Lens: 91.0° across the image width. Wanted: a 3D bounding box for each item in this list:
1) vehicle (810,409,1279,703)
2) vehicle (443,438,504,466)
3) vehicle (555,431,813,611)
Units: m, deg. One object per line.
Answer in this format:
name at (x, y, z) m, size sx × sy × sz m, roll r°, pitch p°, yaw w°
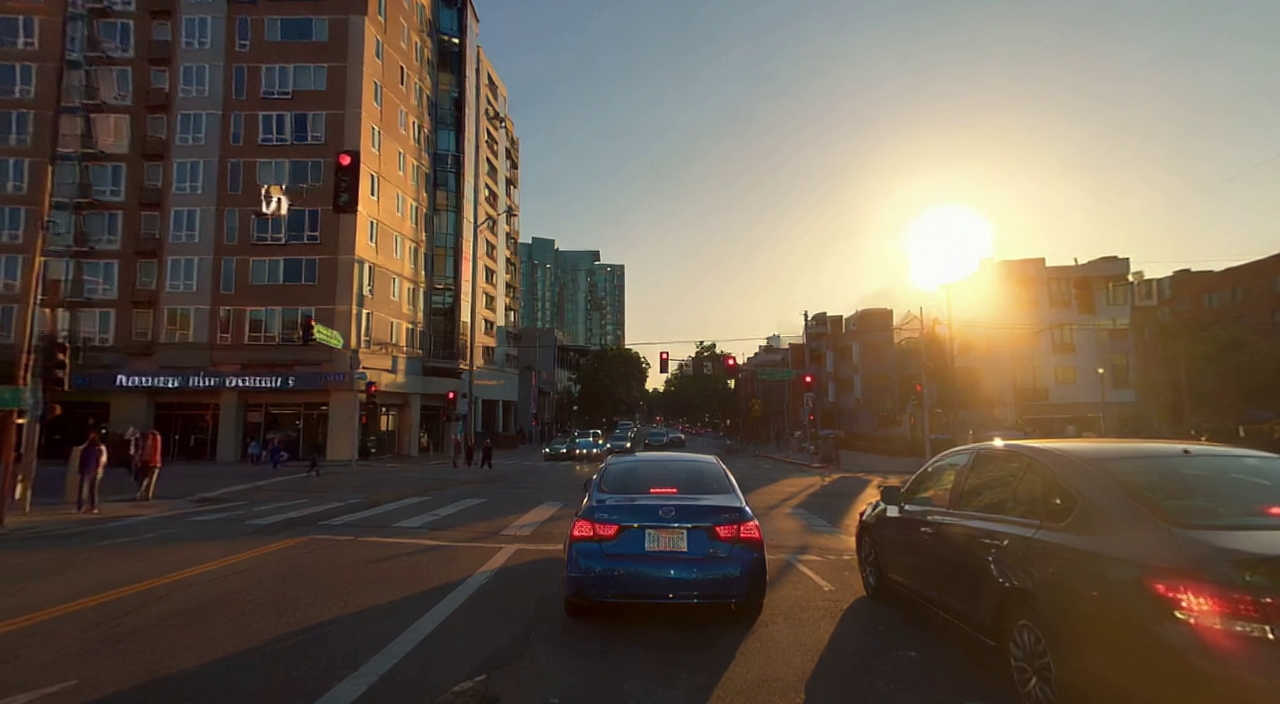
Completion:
vehicle at (2.819, 1.285, 4.550) m, size 1.961 × 1.498 × 4.356 m, roll 0°, pitch -8°, yaw 0°
vehicle at (-10.207, 6.172, 38.923) m, size 2.030 × 1.596 × 3.912 m, roll -2°, pitch -9°, yaw 13°
vehicle at (0.289, 1.698, 7.318) m, size 2.132 × 1.464 × 4.089 m, roll 0°, pitch -8°, yaw -2°
